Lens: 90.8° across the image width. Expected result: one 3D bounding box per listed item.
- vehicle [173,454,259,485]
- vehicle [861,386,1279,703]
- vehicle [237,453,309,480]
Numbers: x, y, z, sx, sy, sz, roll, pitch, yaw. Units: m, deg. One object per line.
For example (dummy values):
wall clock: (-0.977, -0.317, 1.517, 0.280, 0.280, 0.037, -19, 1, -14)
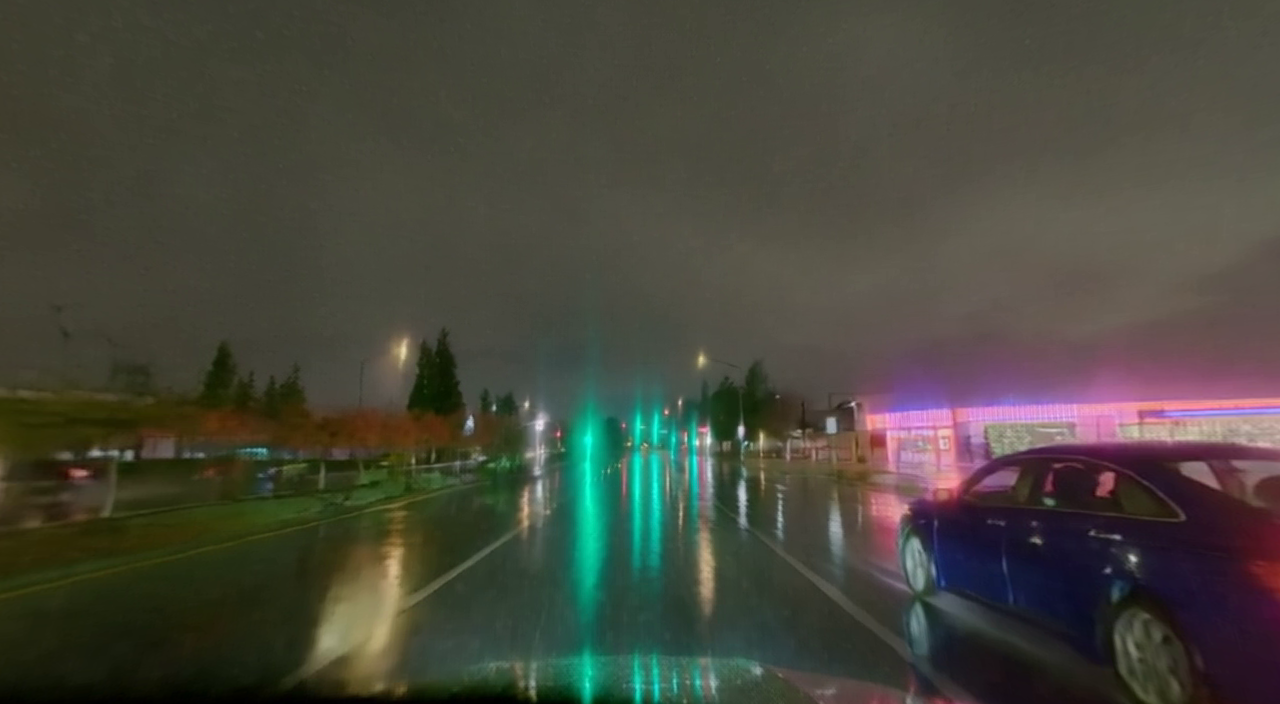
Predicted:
vehicle: (-22.428, 6.196, 33.607, 1.745, 1.476, 4.123, -1, -8, -1)
vehicle: (3.075, 1.057, 3.522, 2.004, 1.470, 4.544, -1, -8, 0)
vehicle: (-22.448, 6.986, 38.784, 1.784, 1.438, 4.471, -1, -8, -1)
